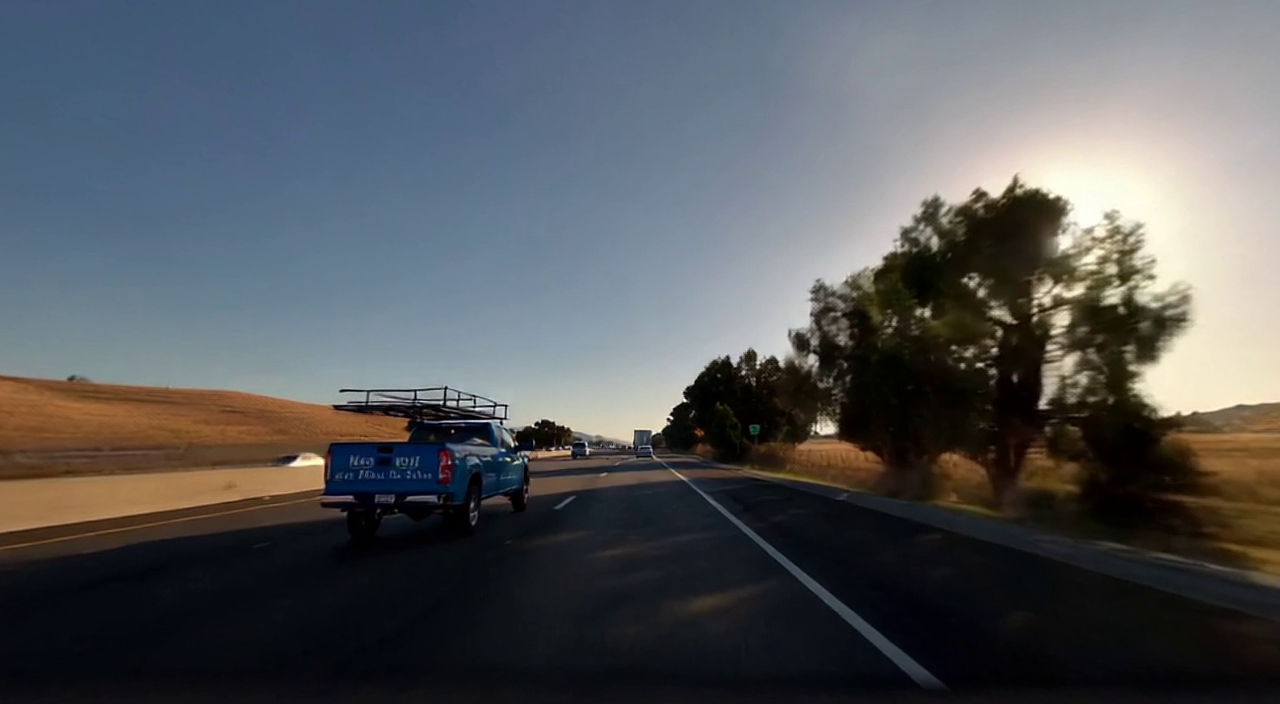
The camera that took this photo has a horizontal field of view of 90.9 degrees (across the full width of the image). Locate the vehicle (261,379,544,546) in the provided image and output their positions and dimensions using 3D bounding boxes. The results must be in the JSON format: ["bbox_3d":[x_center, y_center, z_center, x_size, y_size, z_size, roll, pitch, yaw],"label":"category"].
[{"bbox_3d":[-3.831,2.027,12.253,2.791,2.330,6.725,0,-8,1],"label":"vehicle"}]

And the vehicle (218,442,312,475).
[{"bbox_3d":[-28.328,8.031,48.036,2.617,2.264,7.208,0,-8,1],"label":"vehicle"}]
